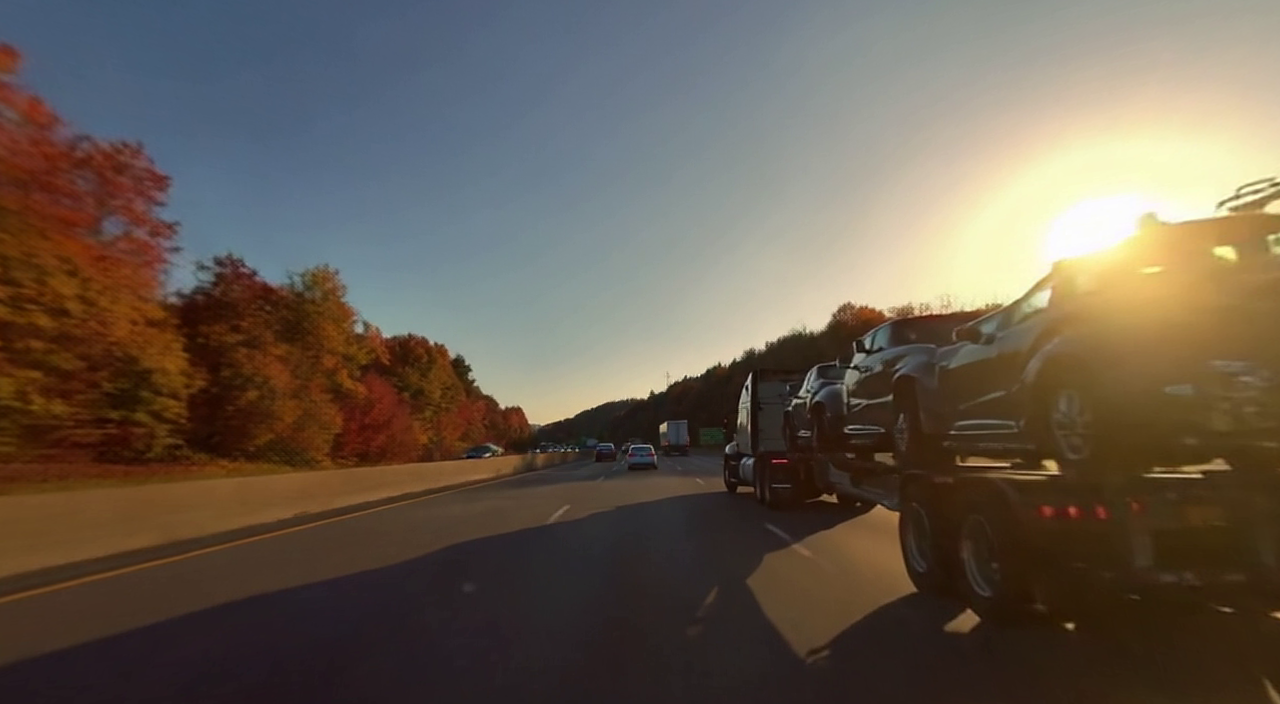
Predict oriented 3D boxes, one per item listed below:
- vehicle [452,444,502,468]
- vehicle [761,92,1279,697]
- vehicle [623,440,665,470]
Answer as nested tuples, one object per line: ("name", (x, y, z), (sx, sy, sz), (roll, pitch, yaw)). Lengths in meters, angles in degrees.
("vehicle", (-10.408, 6.664, 40.546), (1.934, 1.497, 4.356), (0, -8, 1))
("vehicle", (4.778, 1.064, 9.848), (3.150, 3.257, 13.098), (0, -8, 0))
("vehicle", (0.231, 5.584, 34.256), (2.152, 1.484, 4.211), (0, -8, 1))
